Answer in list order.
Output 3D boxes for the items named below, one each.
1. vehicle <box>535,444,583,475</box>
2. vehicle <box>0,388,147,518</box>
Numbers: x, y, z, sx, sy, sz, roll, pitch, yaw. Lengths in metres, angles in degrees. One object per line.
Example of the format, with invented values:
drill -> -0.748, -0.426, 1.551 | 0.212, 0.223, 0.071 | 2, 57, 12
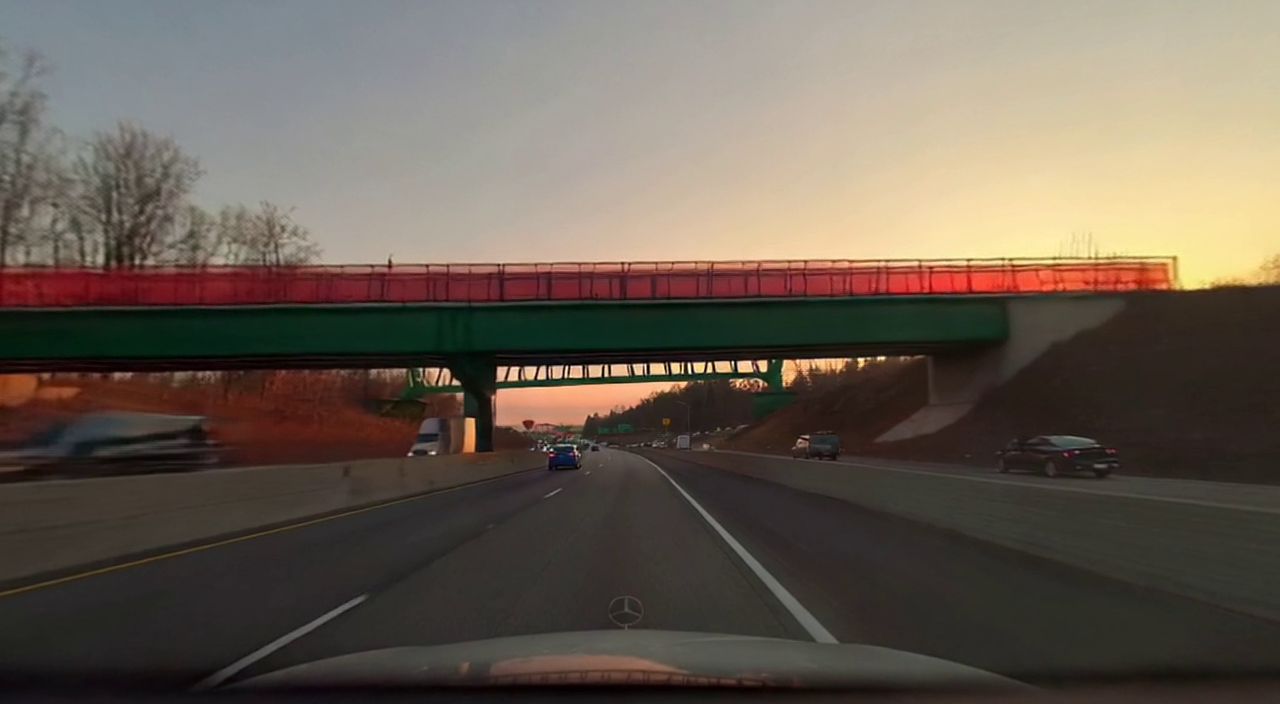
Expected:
vehicle -> -4.307, 5.761, 33.942 | 2.052, 1.556, 4.405 | 0, -9, -1
vehicle -> -12.649, 1.888, 11.670 | 2.373, 2.306, 5.492 | 0, -9, 1
